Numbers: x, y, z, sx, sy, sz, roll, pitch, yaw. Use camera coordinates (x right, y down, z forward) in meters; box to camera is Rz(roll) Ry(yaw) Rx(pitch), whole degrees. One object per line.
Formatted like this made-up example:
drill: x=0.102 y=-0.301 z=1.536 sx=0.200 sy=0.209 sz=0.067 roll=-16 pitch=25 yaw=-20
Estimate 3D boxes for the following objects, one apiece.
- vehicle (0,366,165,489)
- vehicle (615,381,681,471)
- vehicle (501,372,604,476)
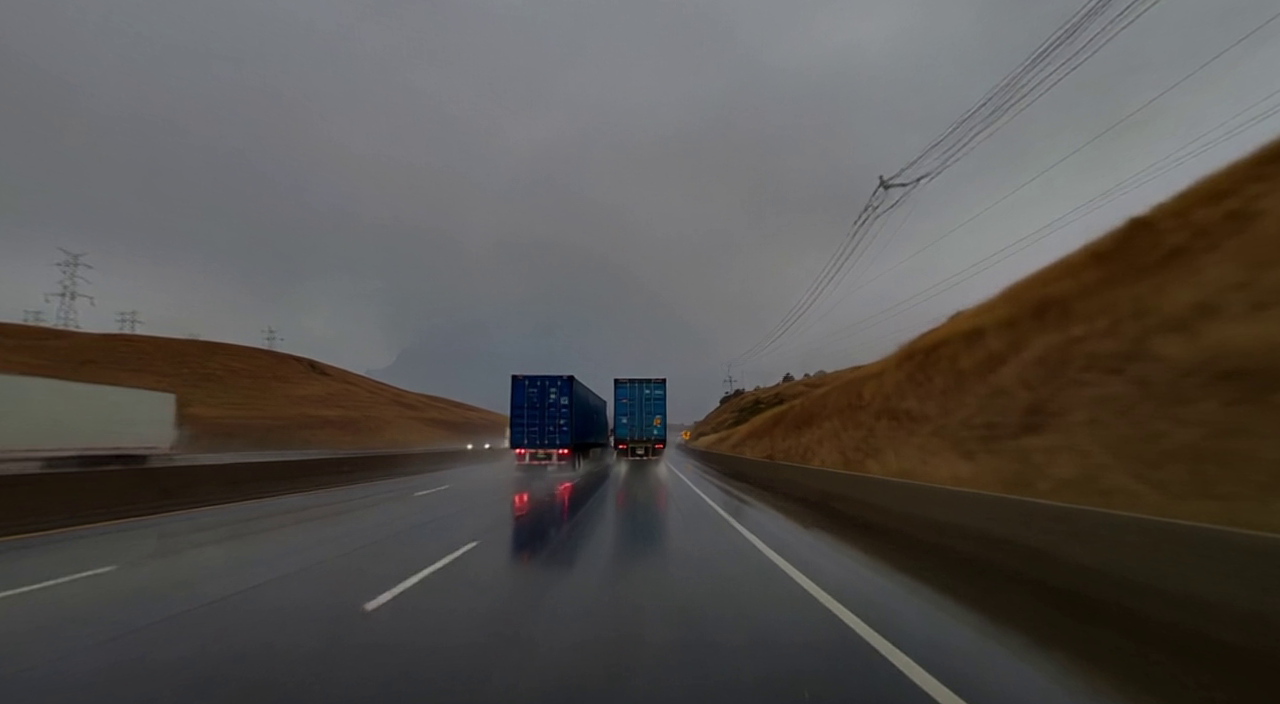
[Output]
vehicle: x=-21.962 y=2.422 z=20.075 sx=2.942 sy=3.909 sz=13.487 roll=0 pitch=-8 yaw=0
vehicle: x=0.231 y=4.214 z=34.601 sx=3.006 sy=4.120 sz=11.586 roll=0 pitch=-8 yaw=-1
vehicle: x=-3.832 y=3.808 z=31.783 sx=3.065 sy=4.105 sz=13.706 roll=0 pitch=-8 yaw=1
